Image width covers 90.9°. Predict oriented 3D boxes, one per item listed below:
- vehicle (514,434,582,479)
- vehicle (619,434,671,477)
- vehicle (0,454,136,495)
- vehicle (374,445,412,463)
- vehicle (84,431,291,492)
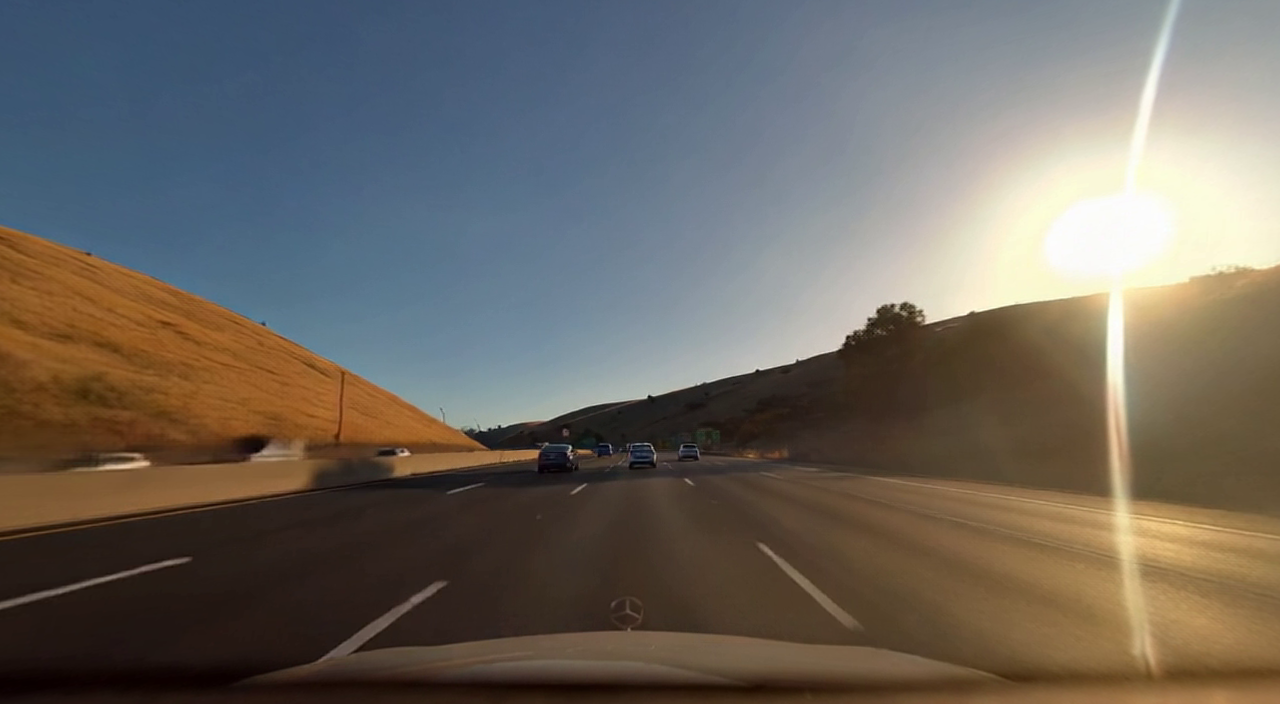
[{"bbox_3d":[-3.694,4.302,26.138,2.076,1.690,4.113,0,-8,1],"label":"vehicle"},{"bbox_3d":[0.204,4.464,27.395,2.086,1.685,4.206,0,-8,0],"label":"vehicle"},{"bbox_3d":[-23.668,4.927,25.740,2.388,1.465,4.513,0,-8,1],"label":"vehicle"},{"bbox_3d":[-18.800,7.760,48.030,1.520,1.343,3.294,0,-9,1],"label":"vehicle"},{"bbox_3d":[-16.149,3.956,23.254,2.919,1.917,6.330,0,-8,0],"label":"vehicle"}]
